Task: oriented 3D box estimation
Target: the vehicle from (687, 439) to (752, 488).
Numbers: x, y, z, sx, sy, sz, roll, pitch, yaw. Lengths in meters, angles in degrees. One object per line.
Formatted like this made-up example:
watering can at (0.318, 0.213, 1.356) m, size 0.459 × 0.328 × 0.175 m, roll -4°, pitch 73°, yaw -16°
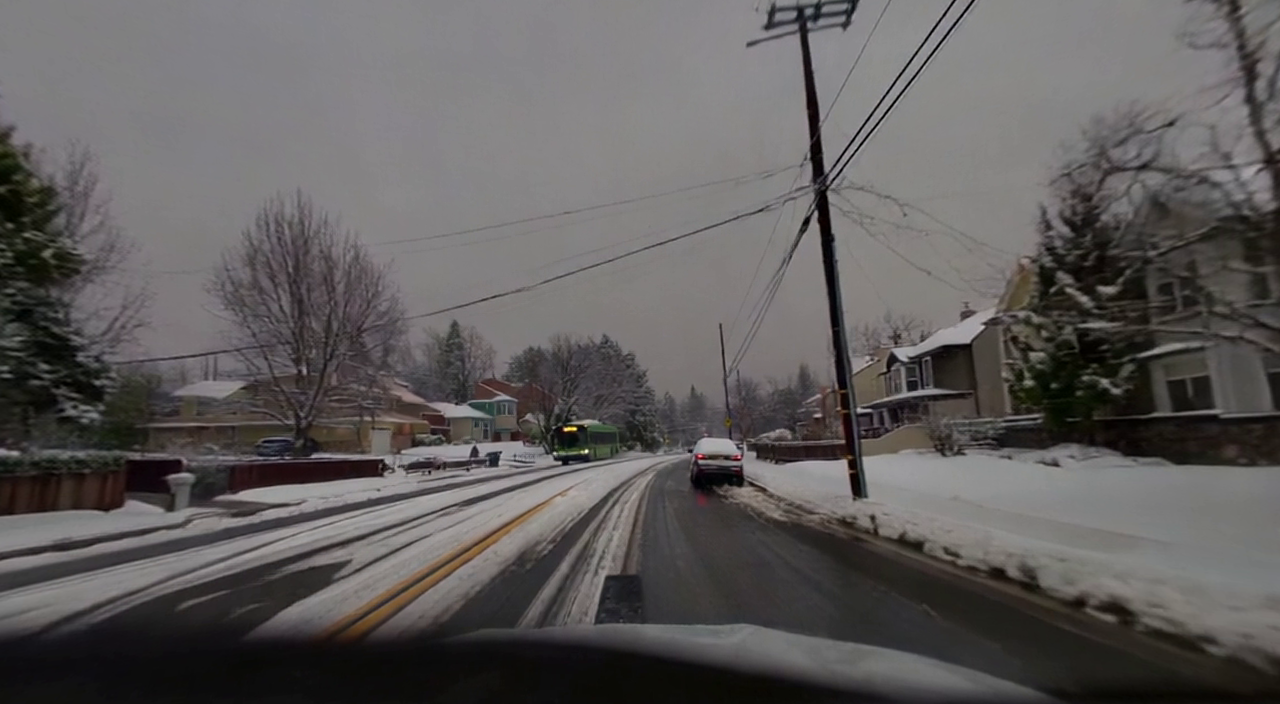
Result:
vehicle at (2.781, 3.982, 22.840) m, size 1.984 × 1.601 × 3.994 m, roll 0°, pitch -9°, yaw 2°

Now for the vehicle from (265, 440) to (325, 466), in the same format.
vehicle at (-24.876, 7.271, 45.737) m, size 2.006 × 1.766 × 4.685 m, roll 1°, pitch -9°, yaw -6°
